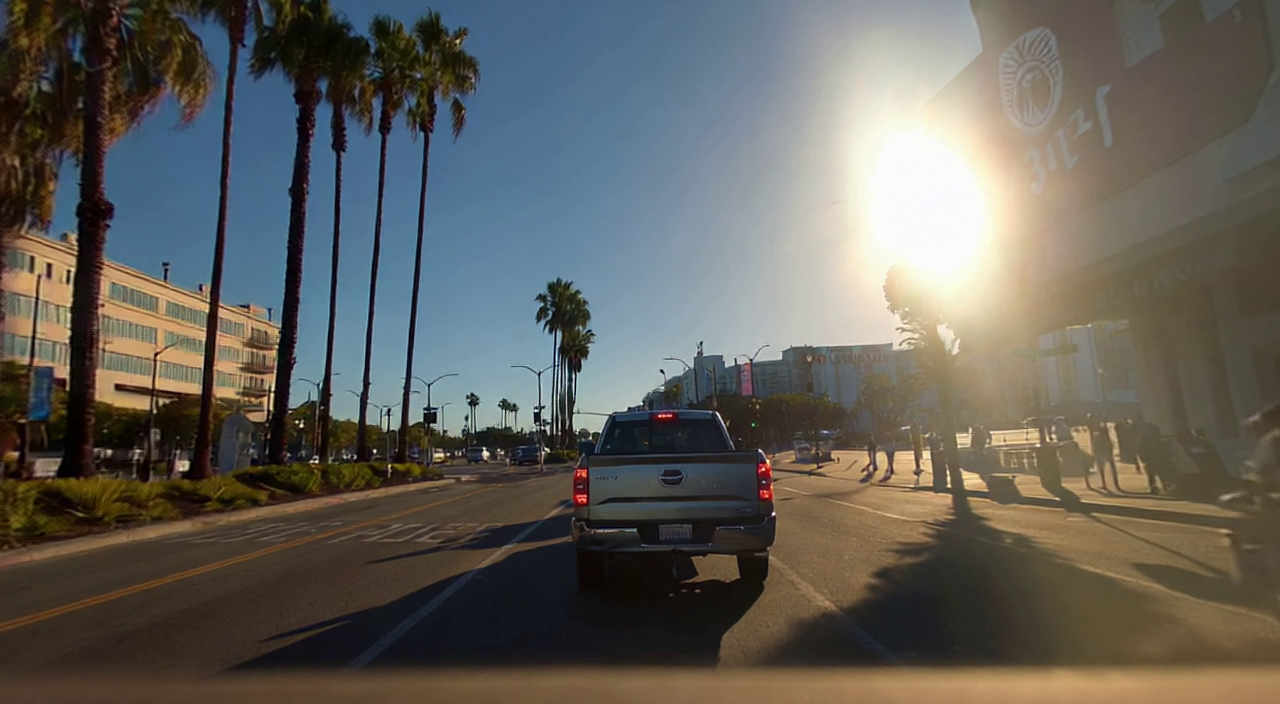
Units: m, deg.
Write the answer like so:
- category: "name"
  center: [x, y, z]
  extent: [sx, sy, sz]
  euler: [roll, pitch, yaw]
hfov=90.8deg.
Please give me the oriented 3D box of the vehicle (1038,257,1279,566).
- category: "vehicle"
  center: [7.896, 0.835, 8.560]
  extent: [2.666, 3.345, 3.622]
  euler: [-2, -9, 6]

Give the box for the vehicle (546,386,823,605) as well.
- category: "vehicle"
  center: [0.405, 1.591, 7.989]
  extent: [2.311, 1.819, 5.255]
  euler: [0, -8, 1]
